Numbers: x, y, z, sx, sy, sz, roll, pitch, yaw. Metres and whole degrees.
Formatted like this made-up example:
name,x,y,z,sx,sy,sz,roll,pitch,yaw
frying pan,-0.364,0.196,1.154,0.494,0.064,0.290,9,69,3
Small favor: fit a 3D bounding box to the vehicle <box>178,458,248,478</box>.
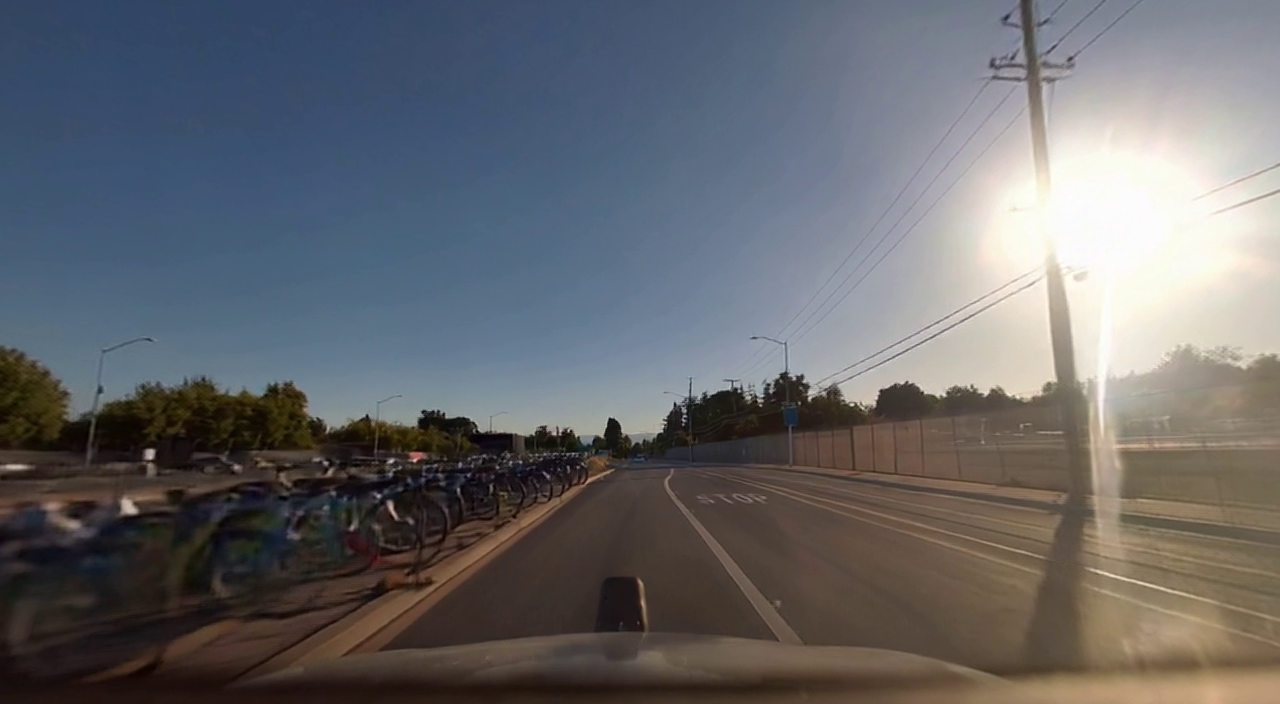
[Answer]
name,x,y,z,sx,sy,sz,roll,pitch,yaw
vehicle,-33.095,8.983,49.057,4.108,1.480,1.800,0,-9,1
